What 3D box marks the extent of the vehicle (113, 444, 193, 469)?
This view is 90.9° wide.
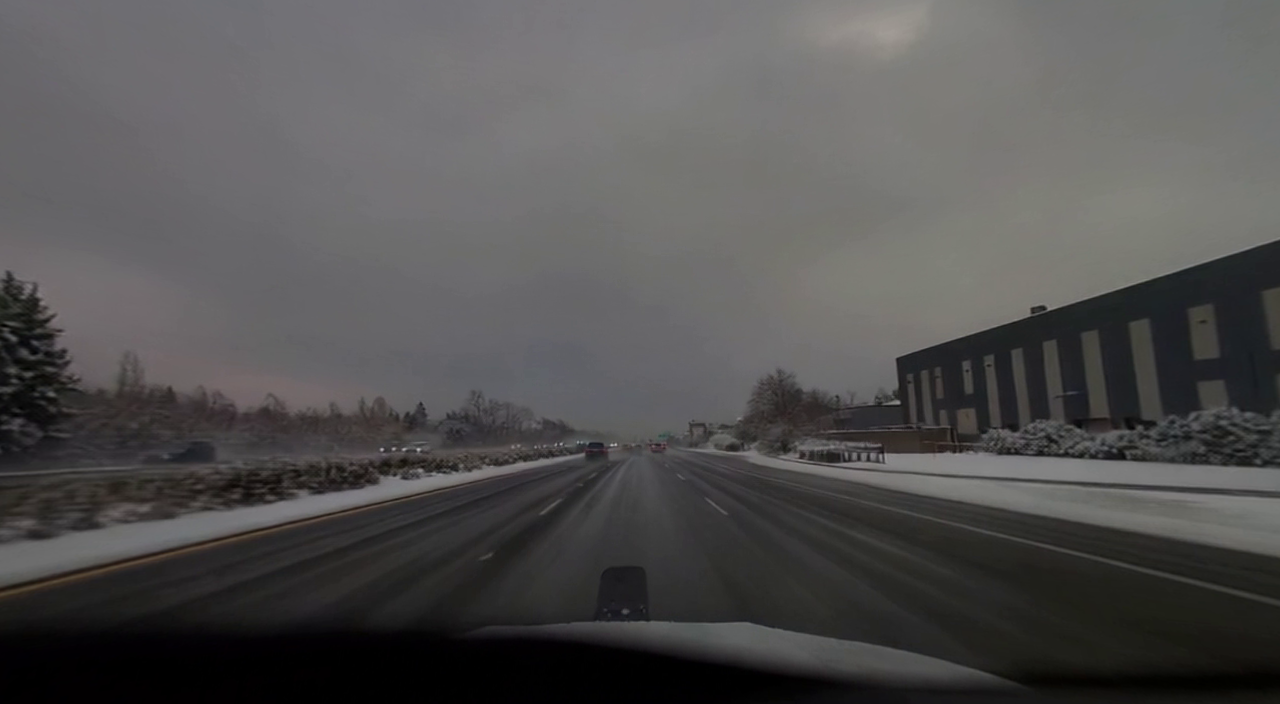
[{"bbox_3d":[-35.813,7.688,46.527,1.948,1.780,4.781,0,-9,1],"label":"vehicle"}]

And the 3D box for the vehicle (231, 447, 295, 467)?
[{"bbox_3d":[-28.415,7.916,47.734,1.855,1.480,4.724,0,-9,1],"label":"vehicle"}]
